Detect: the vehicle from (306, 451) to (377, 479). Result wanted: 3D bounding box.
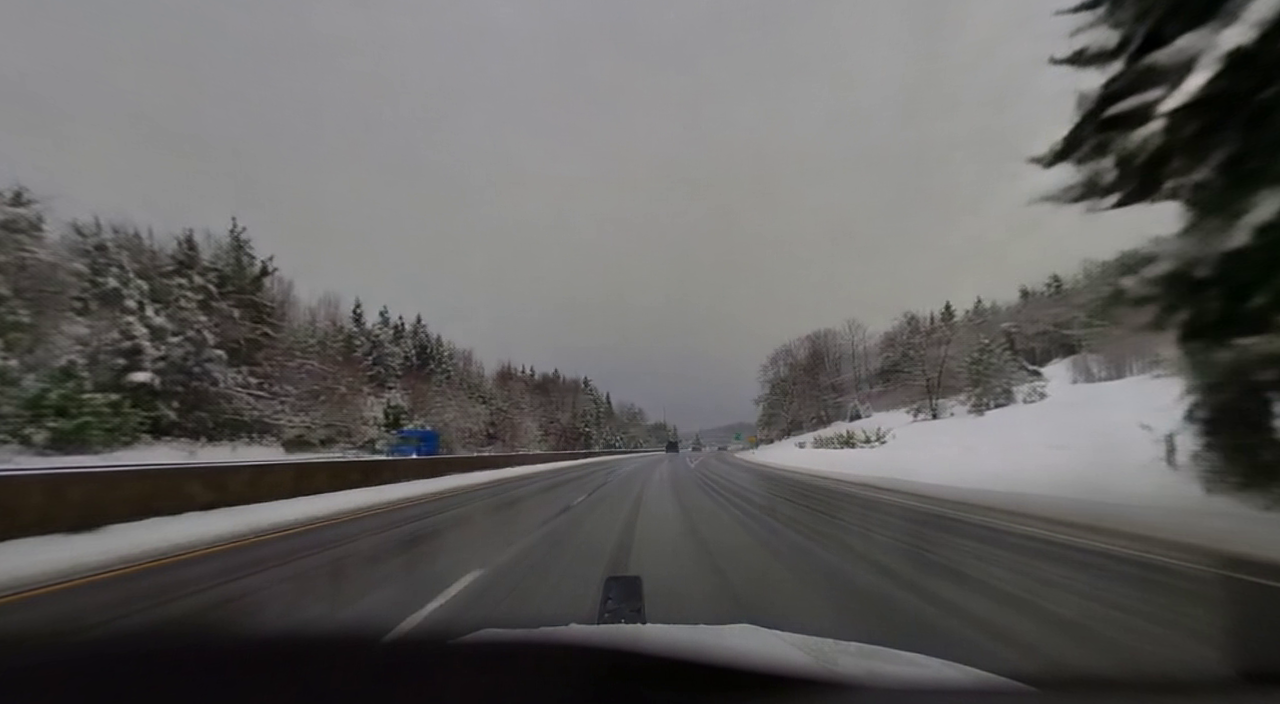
[{"bbox_3d":[-17.025,6.461,36.178,1.957,1.482,4.172,0,-9,2],"label":"vehicle"}]
